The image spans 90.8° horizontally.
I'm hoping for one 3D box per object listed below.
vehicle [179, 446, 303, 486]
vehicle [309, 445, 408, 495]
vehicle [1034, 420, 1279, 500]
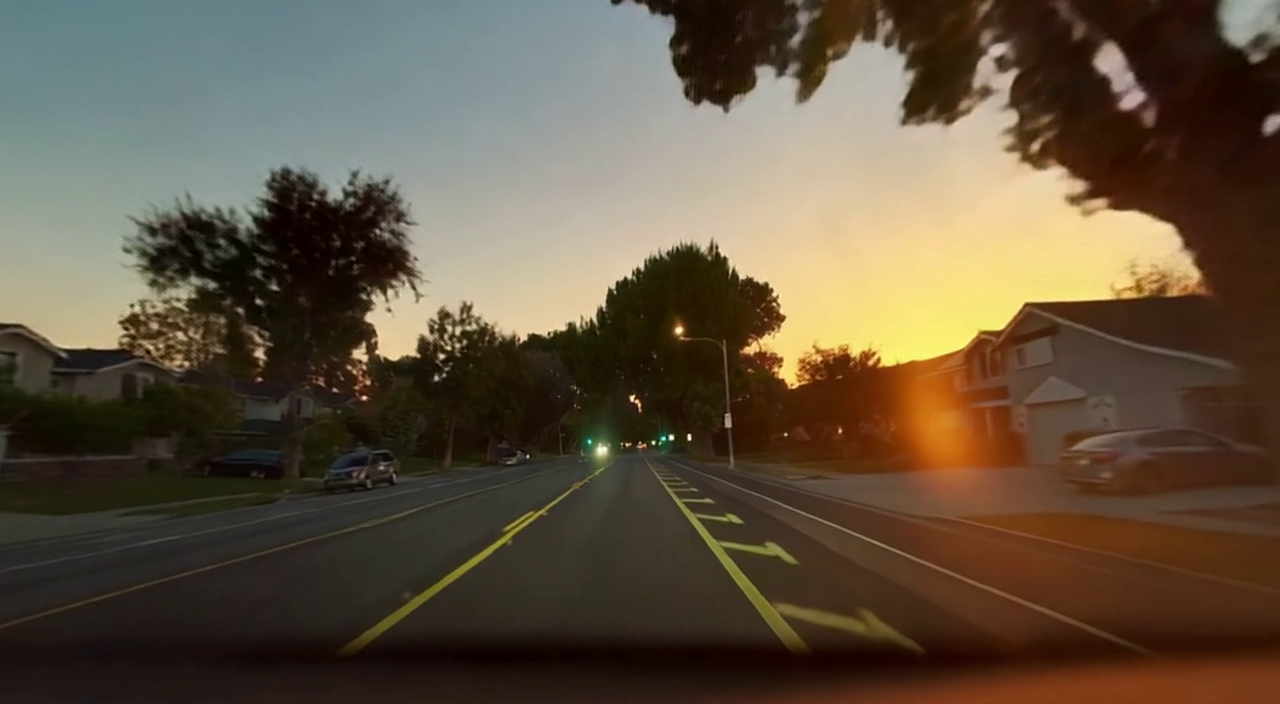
[{"bbox_3d":[-19.476,5.559,30.989,4.668,1.824,1.999,0,-9,-1],"label":"vehicle"},{"bbox_3d":[-11.893,5.012,27.124,2.062,1.821,4.880,-3,-10,-1],"label":"vehicle"},{"bbox_3d":[12.058,2.494,14.747,4.194,1.680,2.150,0,-9,1],"label":"vehicle"}]
